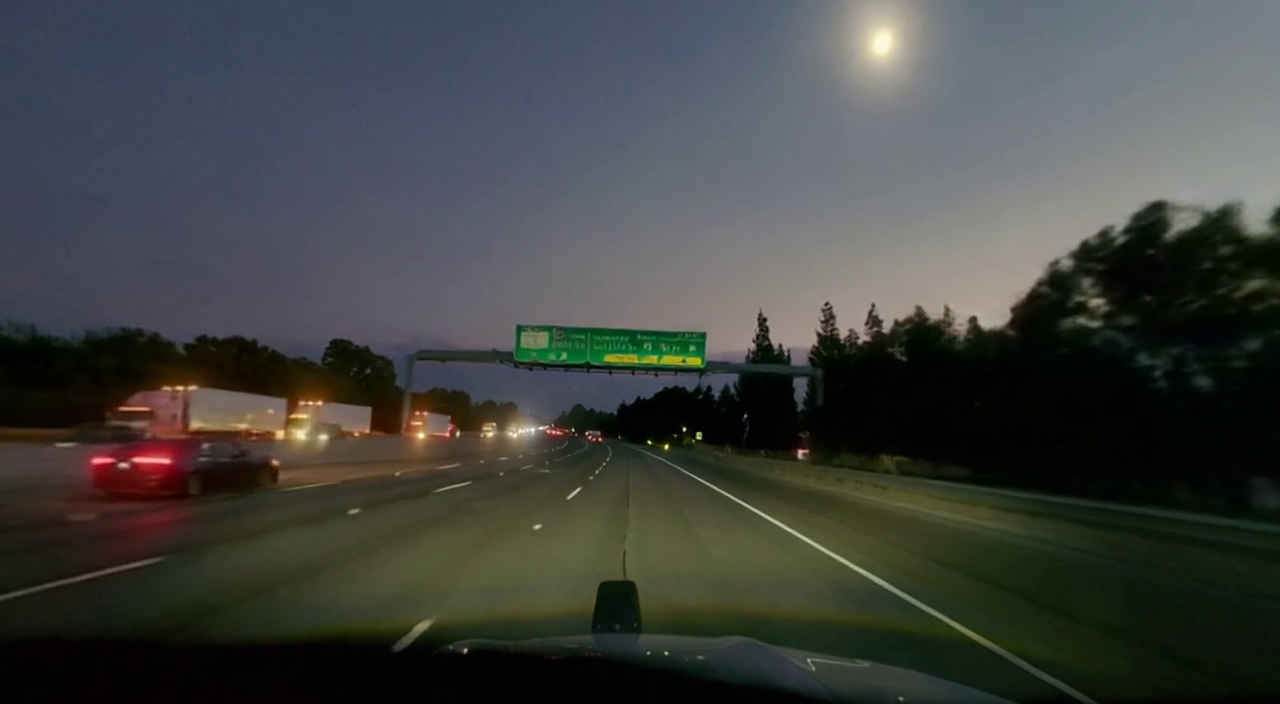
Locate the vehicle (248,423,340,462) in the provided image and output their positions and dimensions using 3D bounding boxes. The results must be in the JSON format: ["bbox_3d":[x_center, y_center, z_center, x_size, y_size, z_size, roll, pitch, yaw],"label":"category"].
[{"bbox_3d":[-17.696,4.654,32.588,2.177,1.876,4.674,0,-8,-1],"label":"vehicle"}]

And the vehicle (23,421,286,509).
[{"bbox_3d":[-10.549,2.471,14.380,2.197,1.654,4.823,0,-8,-1],"label":"vehicle"}]

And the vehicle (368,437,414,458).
[{"bbox_3d":[-18.221,6.959,46.305,1.830,1.457,3.972,0,-8,-1],"label":"vehicle"}]
